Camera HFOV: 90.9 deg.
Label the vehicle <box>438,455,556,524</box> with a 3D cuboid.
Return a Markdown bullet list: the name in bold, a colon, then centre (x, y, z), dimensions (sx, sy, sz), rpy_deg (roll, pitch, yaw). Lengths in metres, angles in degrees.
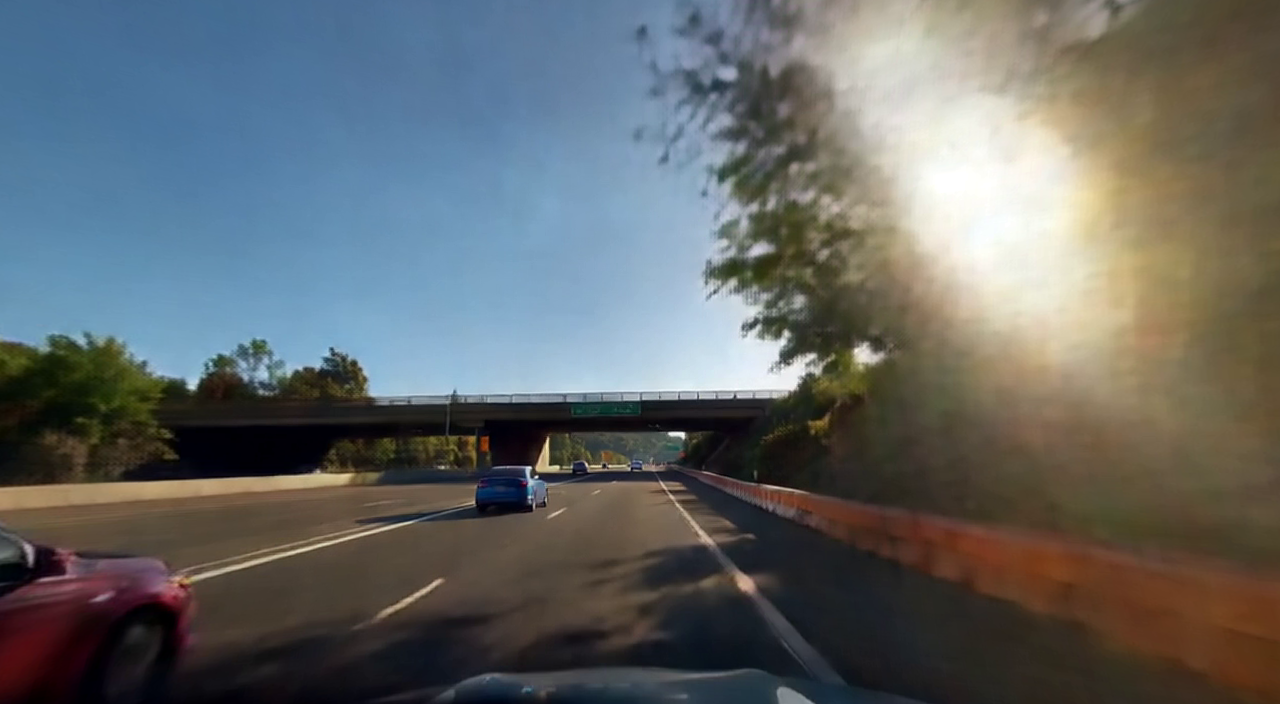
- **vehicle**: centre (-3.395, 3.361, 15.735), dimensions (1.992, 1.466, 3.690), rpy_deg (1, -10, 1)

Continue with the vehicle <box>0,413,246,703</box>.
- **vehicle**: centre (-3.684, 0.829, 1.658), dimensions (2.023, 1.507, 5.082), rpy_deg (1, -10, 0)
